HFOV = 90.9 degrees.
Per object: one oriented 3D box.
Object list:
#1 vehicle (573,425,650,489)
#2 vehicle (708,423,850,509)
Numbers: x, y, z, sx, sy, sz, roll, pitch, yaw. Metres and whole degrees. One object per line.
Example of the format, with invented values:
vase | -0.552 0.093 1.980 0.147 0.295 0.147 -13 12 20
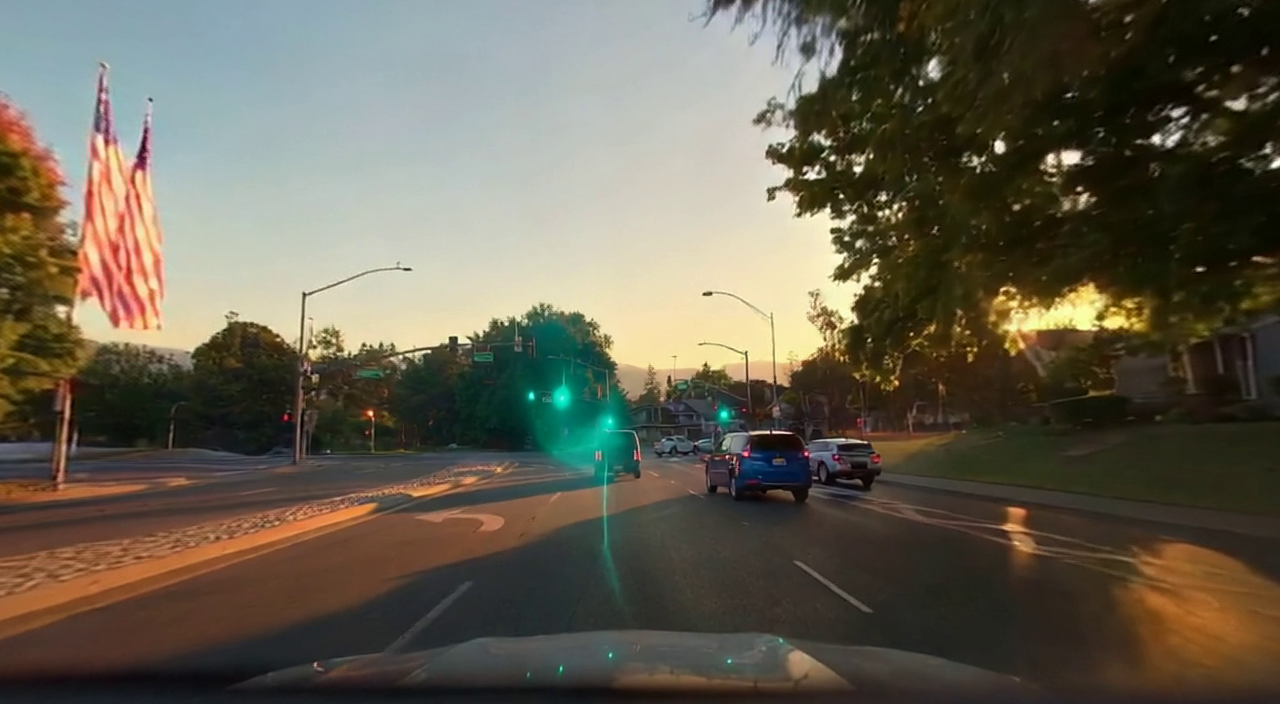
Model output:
vehicle | -1.054 3.353 20.527 2.185 1.822 4.583 1 -8 -6
vehicle | 3.028 2.601 14.887 2.024 1.686 4.588 0 -8 -4
